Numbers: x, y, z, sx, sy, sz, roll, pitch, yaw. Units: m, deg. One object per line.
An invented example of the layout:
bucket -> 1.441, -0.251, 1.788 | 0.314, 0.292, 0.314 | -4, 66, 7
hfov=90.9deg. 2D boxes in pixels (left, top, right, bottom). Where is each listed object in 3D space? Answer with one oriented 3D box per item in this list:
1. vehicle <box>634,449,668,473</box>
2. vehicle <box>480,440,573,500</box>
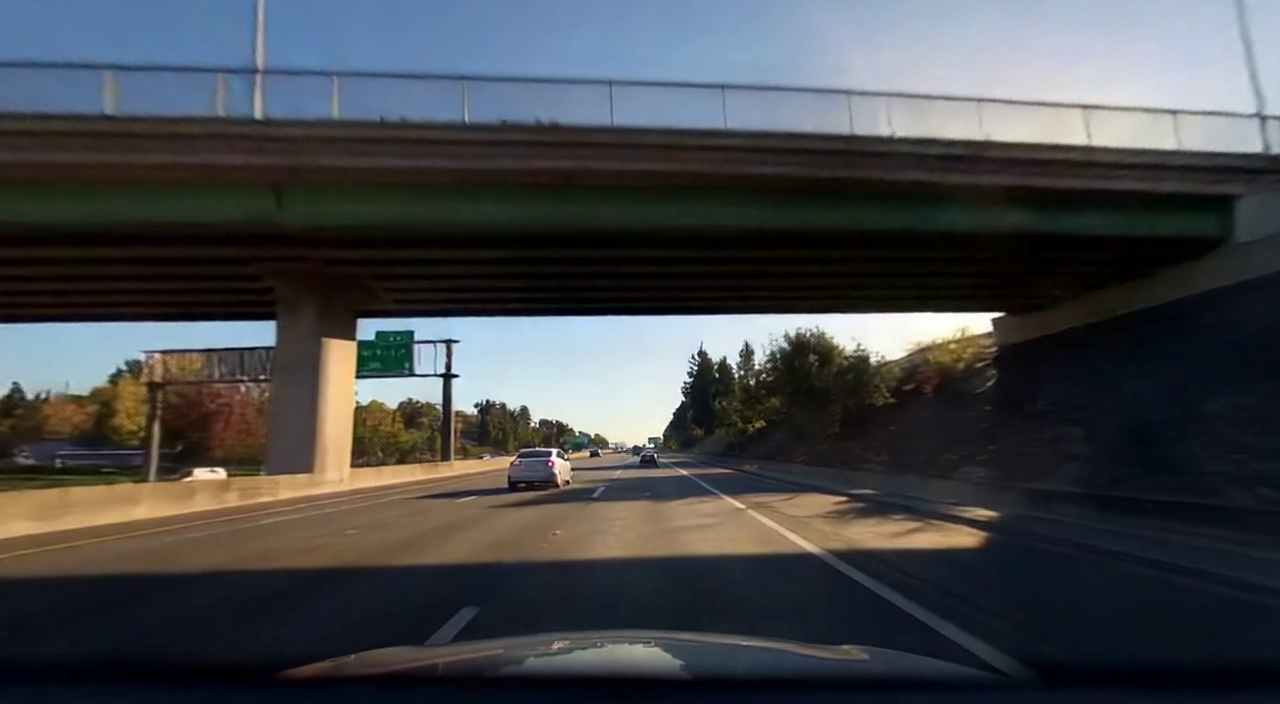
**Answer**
vehicle -> 0.695, 7.180, 41.713 | 2.113, 1.537, 4.208 | 0, -9, 1
vehicle -> -3.465, 3.694, 20.112 | 2.055, 1.665, 4.373 | 0, -9, 1
